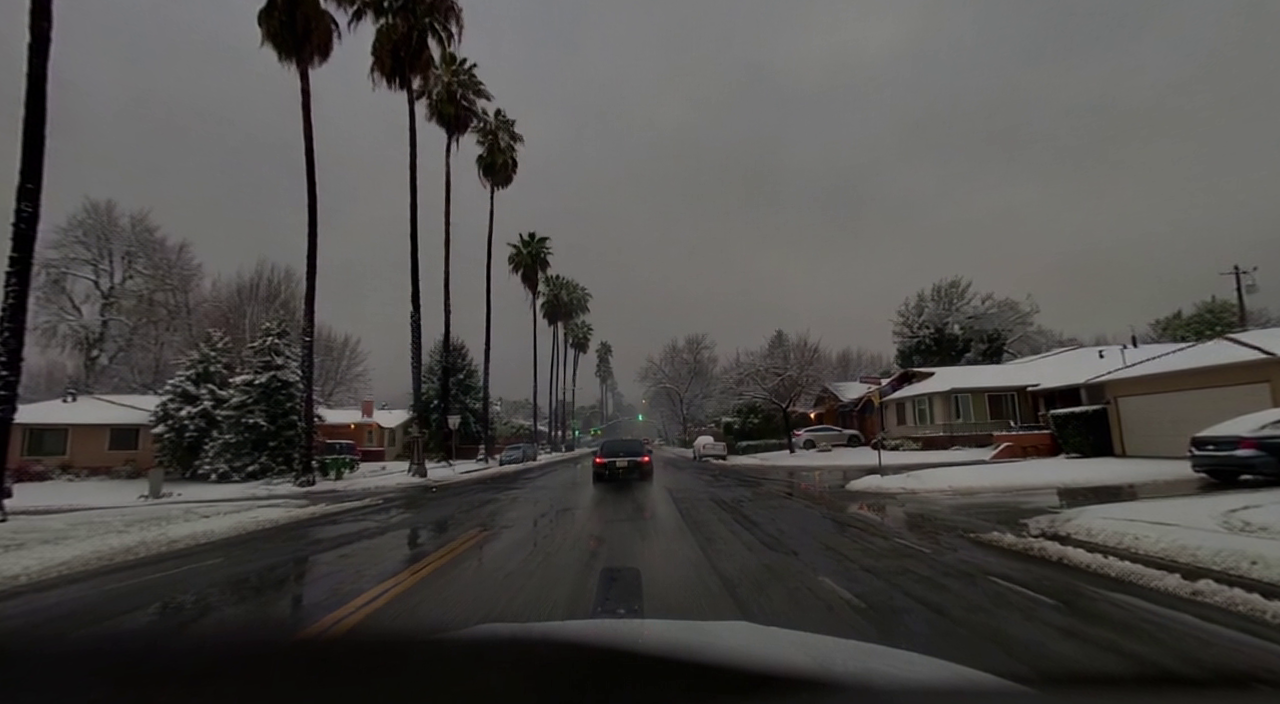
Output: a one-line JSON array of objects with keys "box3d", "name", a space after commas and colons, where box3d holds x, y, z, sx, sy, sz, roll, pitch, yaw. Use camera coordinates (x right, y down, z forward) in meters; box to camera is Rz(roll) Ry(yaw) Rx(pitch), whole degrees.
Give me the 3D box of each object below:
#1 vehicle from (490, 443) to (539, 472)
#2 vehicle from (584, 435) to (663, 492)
[{"box3d": [-7.905, 6.684, 40.263, 2.069, 1.441, 4.368, -3, -7, 2], "name": "vehicle"}, {"box3d": [-0.473, 3.279, 18.912, 2.098, 1.483, 4.099, 0, -9, -1], "name": "vehicle"}]
